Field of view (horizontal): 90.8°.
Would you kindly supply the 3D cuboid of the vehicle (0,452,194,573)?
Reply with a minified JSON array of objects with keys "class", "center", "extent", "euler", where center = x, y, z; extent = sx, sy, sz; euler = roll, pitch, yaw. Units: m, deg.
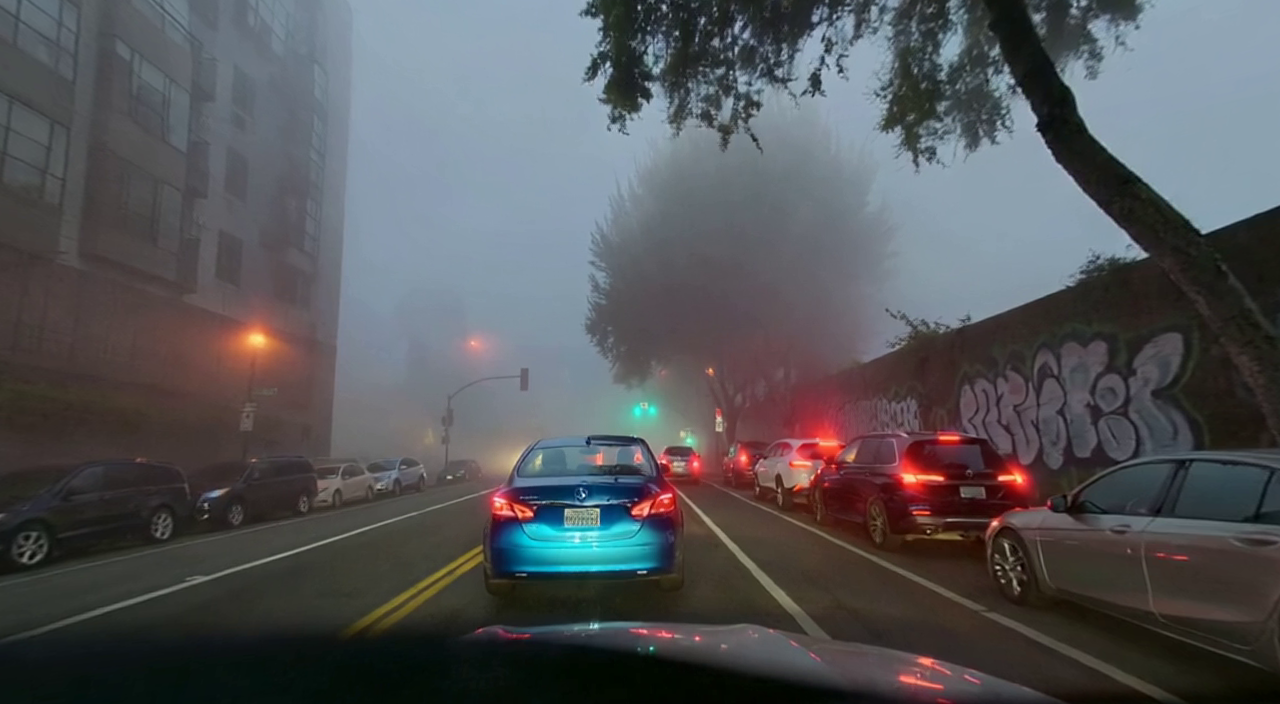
[{"class":"vehicle","center":[-10.853,2.894,11.614],"extent":[1.988,1.781,4.827],"euler":[-8,-8,-4]}]

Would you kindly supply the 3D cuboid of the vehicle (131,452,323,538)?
[{"class":"vehicle","center":[-10.874,3.714,17.127],"extent":[2.276,1.741,4.439],"euler":[-6,-8,-1]}]

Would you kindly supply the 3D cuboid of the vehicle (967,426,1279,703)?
[{"class":"vehicle","center":[4.261,1.319,3.989],"extent":[1.955,1.535,4.266],"euler":[4,-9,-3]}]

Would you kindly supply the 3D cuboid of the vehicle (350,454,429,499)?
[{"class":"vehicle","center":[-11.022,5.445,28.074],"extent":[1.822,1.639,4.144],"euler":[-5,-8,0]}]

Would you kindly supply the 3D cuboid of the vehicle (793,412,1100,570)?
[{"class":"vehicle","center":[4.199,2.000,10.007],"extent":[2.097,1.811,5.230],"euler":[0,-8,-2]}]

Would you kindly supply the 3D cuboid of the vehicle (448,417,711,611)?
[{"class":"vehicle","center":[-0.502,1.660,7.434],"extent":[2.166,1.579,4.300],"euler":[0,-8,0]}]

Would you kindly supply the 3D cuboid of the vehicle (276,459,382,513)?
[{"class":"vehicle","center":[-11.057,4.741,22.788],"extent":[1.741,1.506,4.370],"euler":[-5,-8,-2]}]
